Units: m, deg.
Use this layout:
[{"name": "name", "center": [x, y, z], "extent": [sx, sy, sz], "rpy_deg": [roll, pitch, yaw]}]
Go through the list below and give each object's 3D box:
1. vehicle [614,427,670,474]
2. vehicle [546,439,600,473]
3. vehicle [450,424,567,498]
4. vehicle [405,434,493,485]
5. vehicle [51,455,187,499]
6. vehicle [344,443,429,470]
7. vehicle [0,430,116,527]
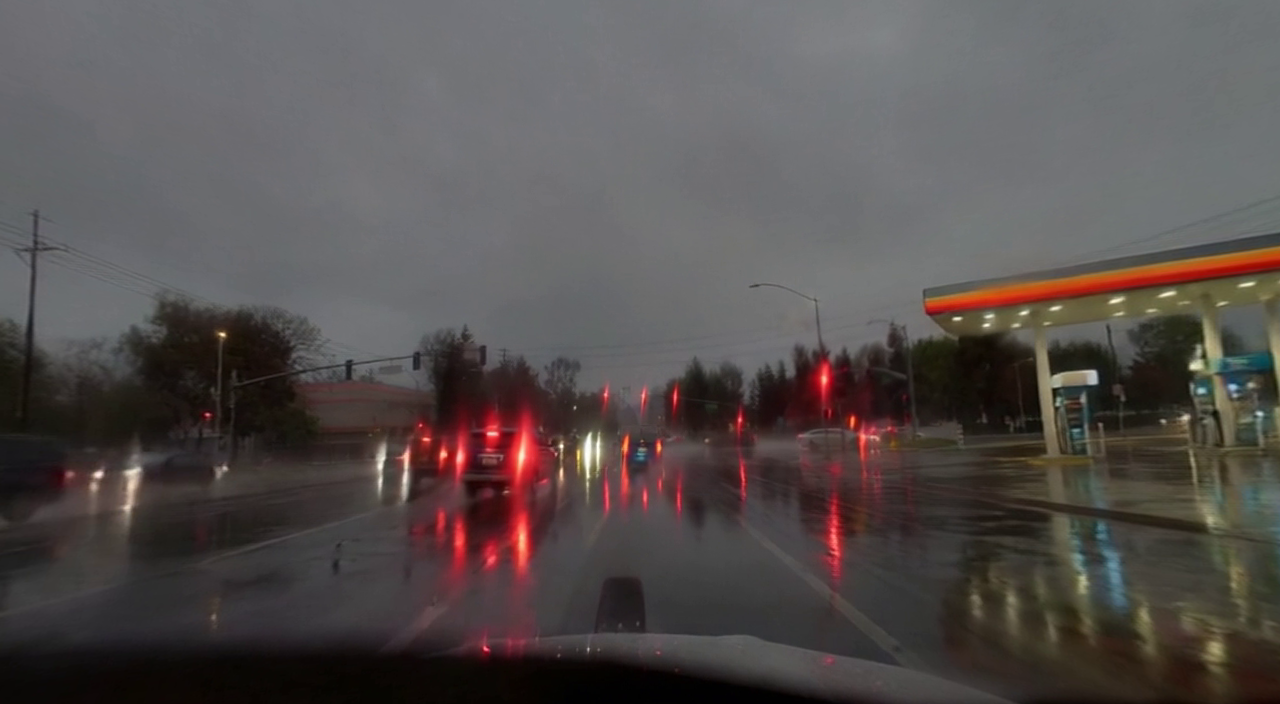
[{"name": "vehicle", "center": [0.105, 4.273, 27.544], "extent": [2.224, 1.819, 5.005], "rpy_deg": [0, -9, 1]}, {"name": "vehicle", "center": [-2.953, 4.718, 28.814], "extent": [1.881, 1.424, 4.098], "rpy_deg": [0, -9, 2]}, {"name": "vehicle", "center": [-3.334, 2.882, 16.999], "extent": [2.096, 1.718, 4.266], "rpy_deg": [0, -9, 2]}, {"name": "vehicle", "center": [-6.420, 3.647, 21.677], "extent": [1.790, 1.605, 3.696], "rpy_deg": [0, -9, 1]}, {"name": "vehicle", "center": [-19.620, 4.684, 24.047], "extent": [1.779, 1.481, 3.879], "rpy_deg": [0, -9, 1]}, {"name": "vehicle", "center": [-16.364, 6.771, 41.246], "extent": [2.299, 1.616, 5.765], "rpy_deg": [-2, -9, 11]}, {"name": "vehicle", "center": [-13.579, 2.448, 12.141], "extent": [2.238, 1.872, 5.625], "rpy_deg": [0, -9, -1]}]
